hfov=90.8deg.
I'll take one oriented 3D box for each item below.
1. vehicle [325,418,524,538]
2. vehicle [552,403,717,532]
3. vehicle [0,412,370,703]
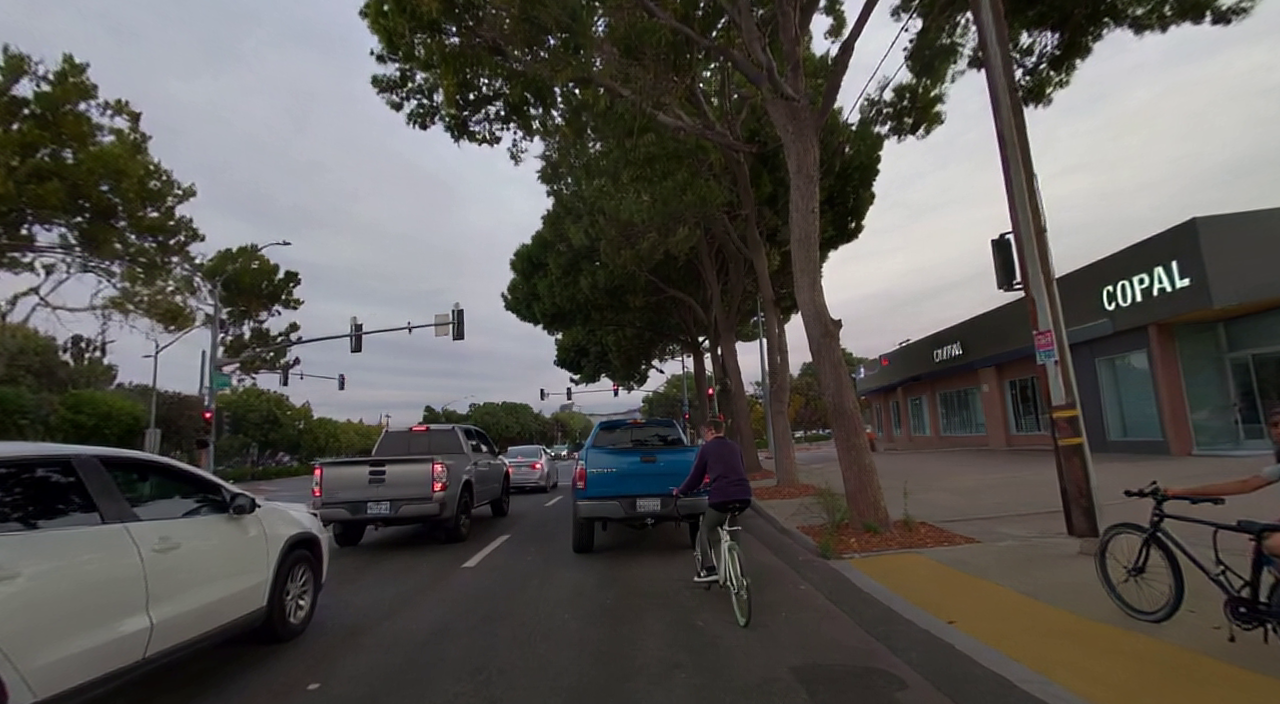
[{"bbox_3d":[-3.599,2.199,11.610,2.046,1.750,4.452,0,-9,0],"label":"vehicle"},{"bbox_3d":[-0.118,2.085,11.884,2.426,1.882,5.027,0,-9,-1],"label":"vehicle"},{"bbox_3d":[-3.557,1.170,3.690,2.064,1.486,4.140,0,-9,1],"label":"vehicle"}]
